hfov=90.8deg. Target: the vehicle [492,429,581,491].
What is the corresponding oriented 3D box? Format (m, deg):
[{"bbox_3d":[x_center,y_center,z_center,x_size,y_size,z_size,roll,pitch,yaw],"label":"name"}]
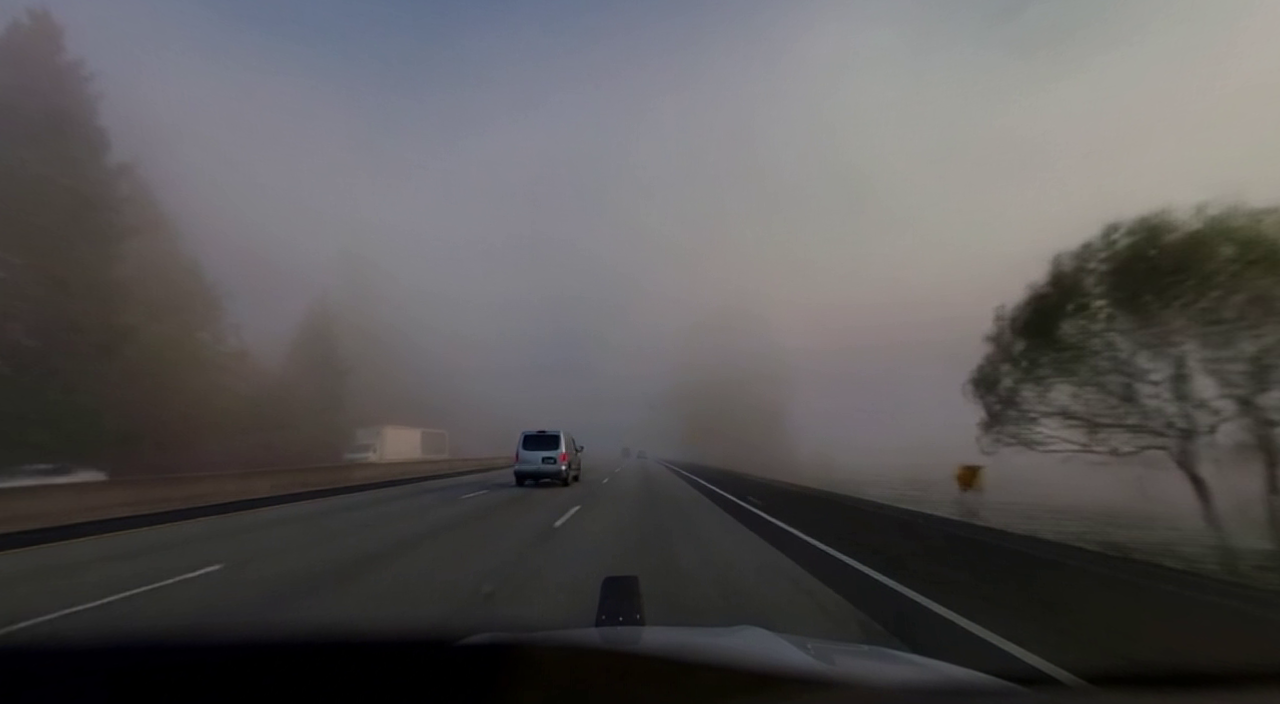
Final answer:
[{"bbox_3d":[-3.605,3.913,23.227,2.349,1.973,5.419,0,-9,0],"label":"vehicle"}]
